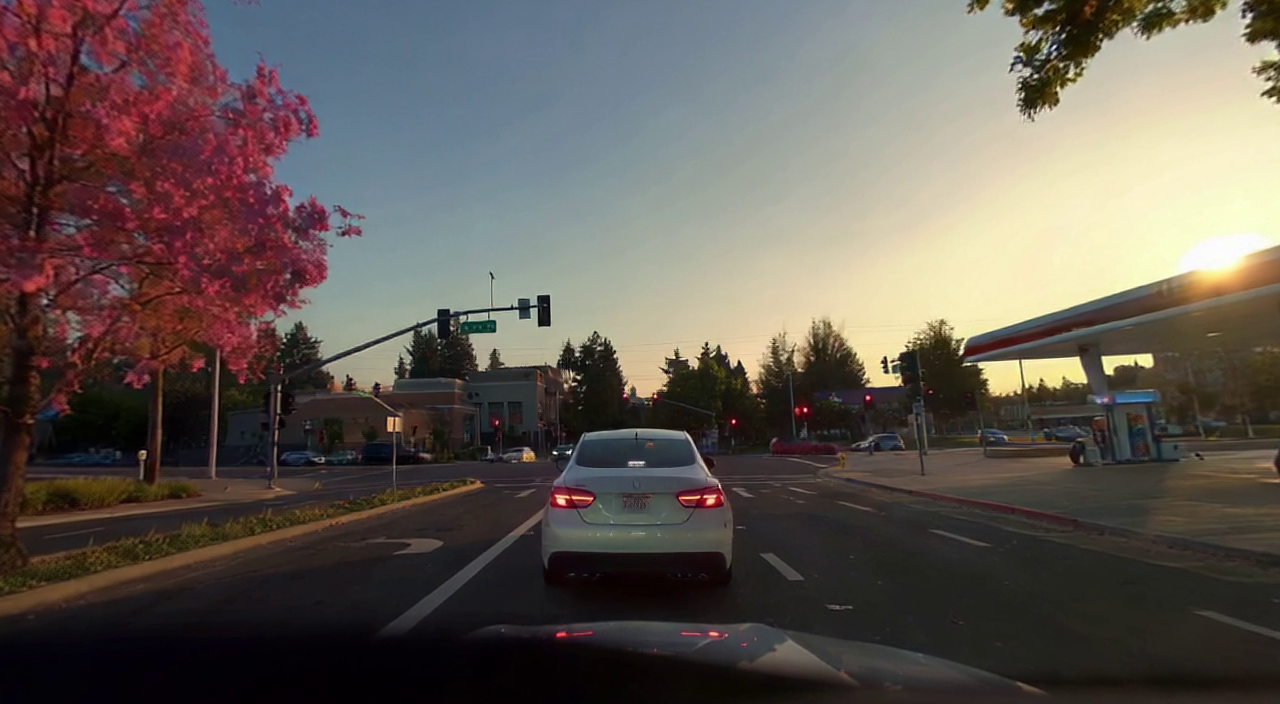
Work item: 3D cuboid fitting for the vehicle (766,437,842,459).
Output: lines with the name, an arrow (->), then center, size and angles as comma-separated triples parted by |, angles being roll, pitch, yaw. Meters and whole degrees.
vehicle -> 11.350, 6.718, 43.992 | 4.813, 1.455, 1.889 | -1, -8, 4

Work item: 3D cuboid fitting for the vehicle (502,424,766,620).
vehicle -> -0.050, 1.601, 6.911 | 2.010, 1.482, 4.057 | 0, -8, 0

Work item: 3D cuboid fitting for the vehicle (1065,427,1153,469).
vehicle -> 18.581, 3.764, 24.909 | 4.091, 1.495, 2.053 | 8, -12, -44

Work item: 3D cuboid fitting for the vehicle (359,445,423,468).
vehicle -> -18.219, 7.651, 46.184 | 3.975, 1.563, 1.755 | -1, -8, 5
